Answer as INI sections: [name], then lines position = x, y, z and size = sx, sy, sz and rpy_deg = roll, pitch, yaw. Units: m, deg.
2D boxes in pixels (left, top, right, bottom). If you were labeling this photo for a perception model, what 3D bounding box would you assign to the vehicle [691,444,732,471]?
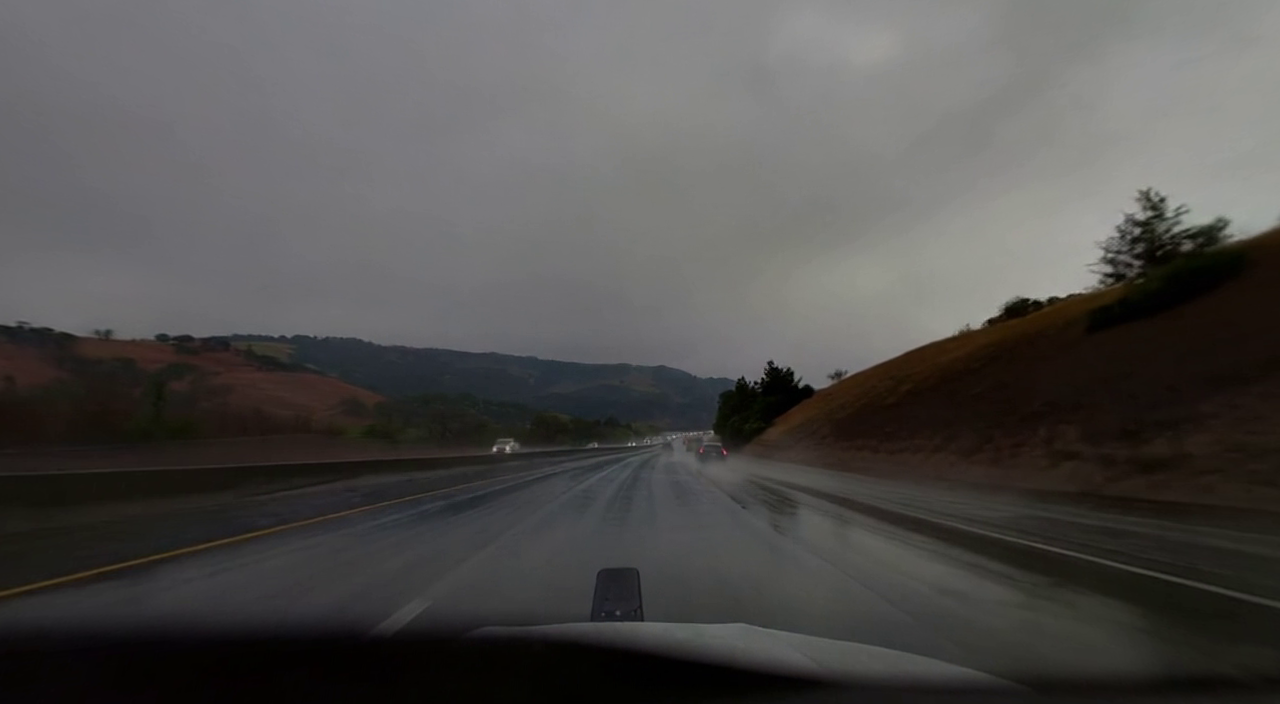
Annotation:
[vehicle]
position = 4.159, 6.185, 37.038
size = 1.943, 1.490, 4.246
rpy_deg = 0, -8, 1
